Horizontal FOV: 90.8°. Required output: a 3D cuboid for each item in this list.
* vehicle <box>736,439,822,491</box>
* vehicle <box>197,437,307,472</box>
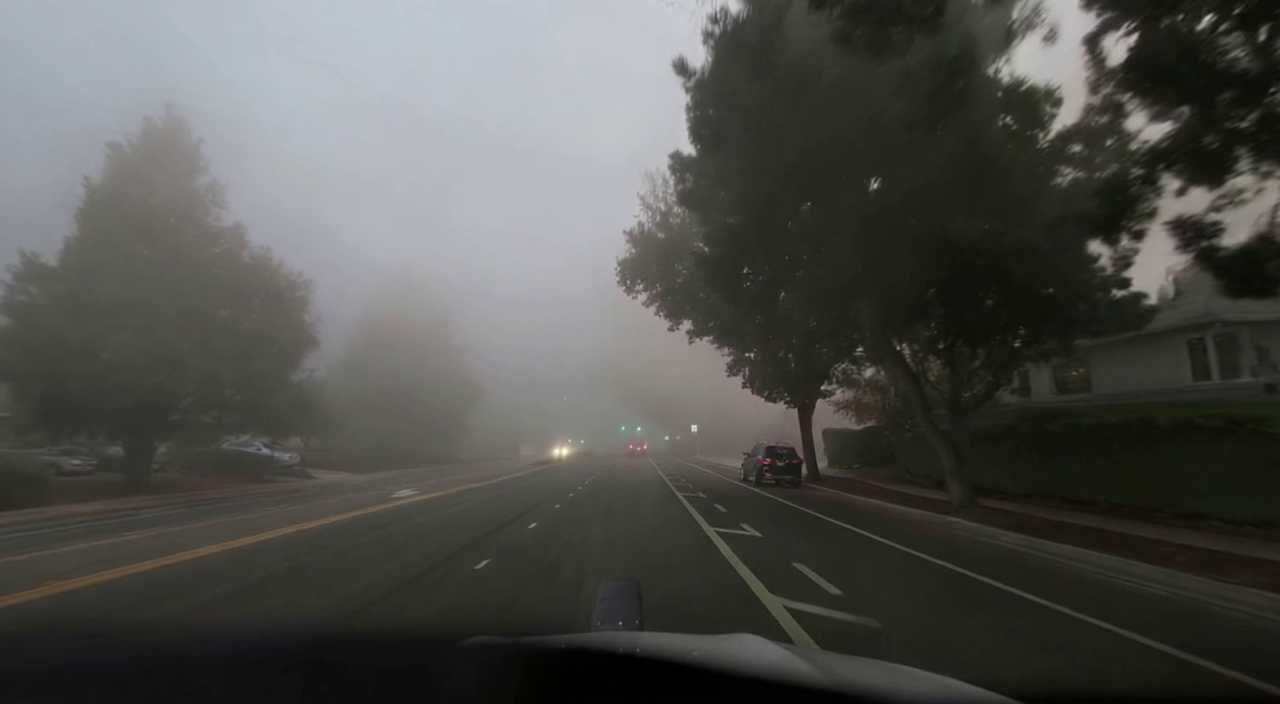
[{"bbox_3d":[4.810,3.984,22.653,1.967,1.631,4.692,0,-8,-1],"label":"vehicle"},{"bbox_3d":[-21.288,5.627,34.822,4.666,1.677,1.978,3,-9,-2],"label":"vehicle"}]
